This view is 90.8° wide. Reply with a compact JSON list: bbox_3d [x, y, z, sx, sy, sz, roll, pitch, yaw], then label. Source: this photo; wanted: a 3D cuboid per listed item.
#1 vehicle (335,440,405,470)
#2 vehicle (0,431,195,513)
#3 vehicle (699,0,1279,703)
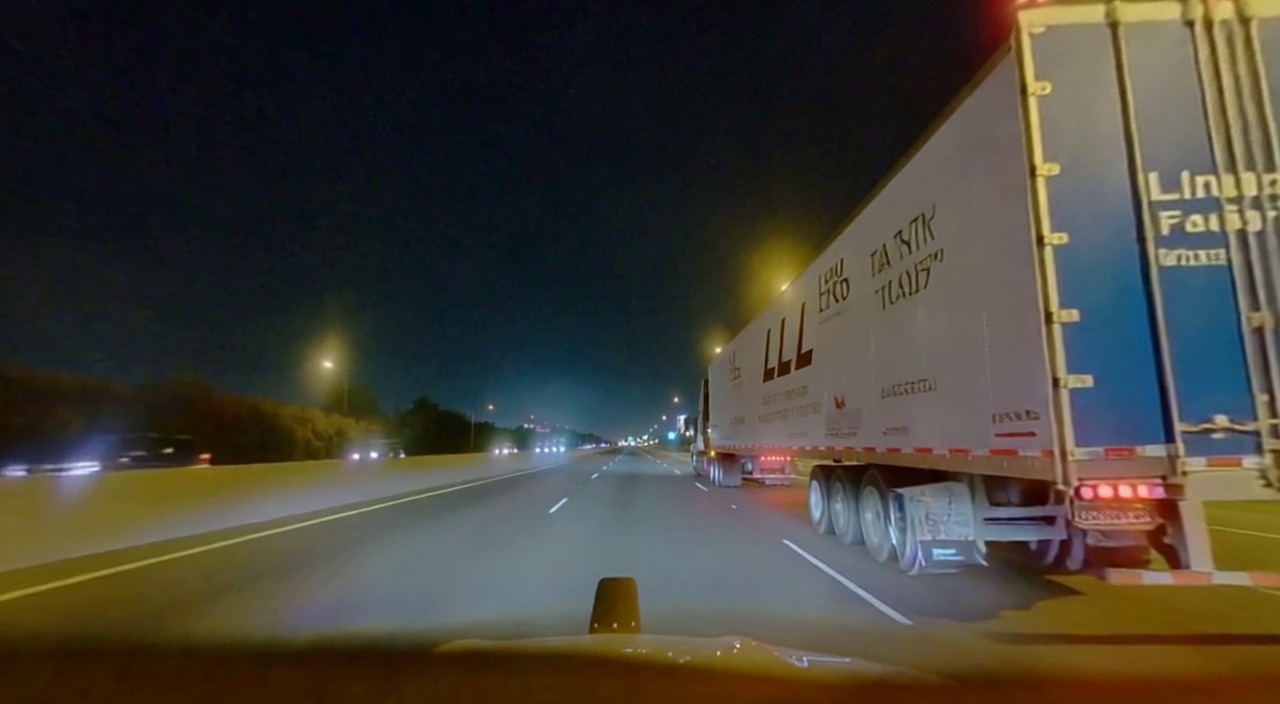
[{"bbox_3d":[-19.014,7.285,44.877,2.405,1.928,5.701,0,-9,0],"label":"vehicle"},{"bbox_3d":[-14.557,2.972,16.235,2.203,1.736,5.504,0,-9,0],"label":"vehicle"},{"bbox_3d":[3.548,0.824,11.844,2.891,4.387,17.121,0,-9,-1],"label":"vehicle"}]
